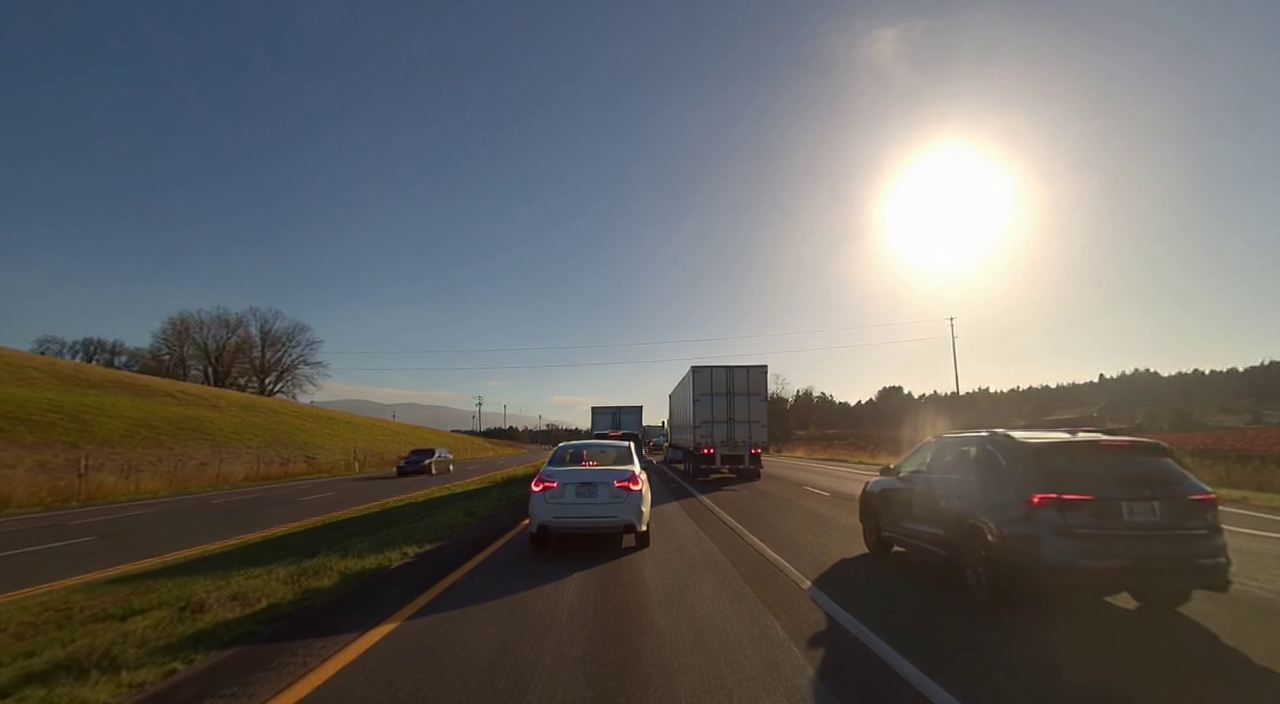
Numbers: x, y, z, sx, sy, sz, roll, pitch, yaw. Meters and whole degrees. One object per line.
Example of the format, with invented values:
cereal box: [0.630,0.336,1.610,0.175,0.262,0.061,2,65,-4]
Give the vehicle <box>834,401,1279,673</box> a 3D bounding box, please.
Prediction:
vehicle: [3.584,1.382,5.959,1.960,1.515,4.713,0,-8,0]

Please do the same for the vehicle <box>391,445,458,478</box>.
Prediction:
vehicle: [-11.526,5.875,33.956,2.029,1.617,4.260,0,-8,1]

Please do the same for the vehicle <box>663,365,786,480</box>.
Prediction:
vehicle: [3.478,3.805,31.996,3.591,4.290,16.696,0,-8,-1]

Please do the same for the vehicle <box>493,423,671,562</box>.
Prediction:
vehicle: [-0.706,1.889,9.212,2.009,1.554,4.013,0,-8,-1]
